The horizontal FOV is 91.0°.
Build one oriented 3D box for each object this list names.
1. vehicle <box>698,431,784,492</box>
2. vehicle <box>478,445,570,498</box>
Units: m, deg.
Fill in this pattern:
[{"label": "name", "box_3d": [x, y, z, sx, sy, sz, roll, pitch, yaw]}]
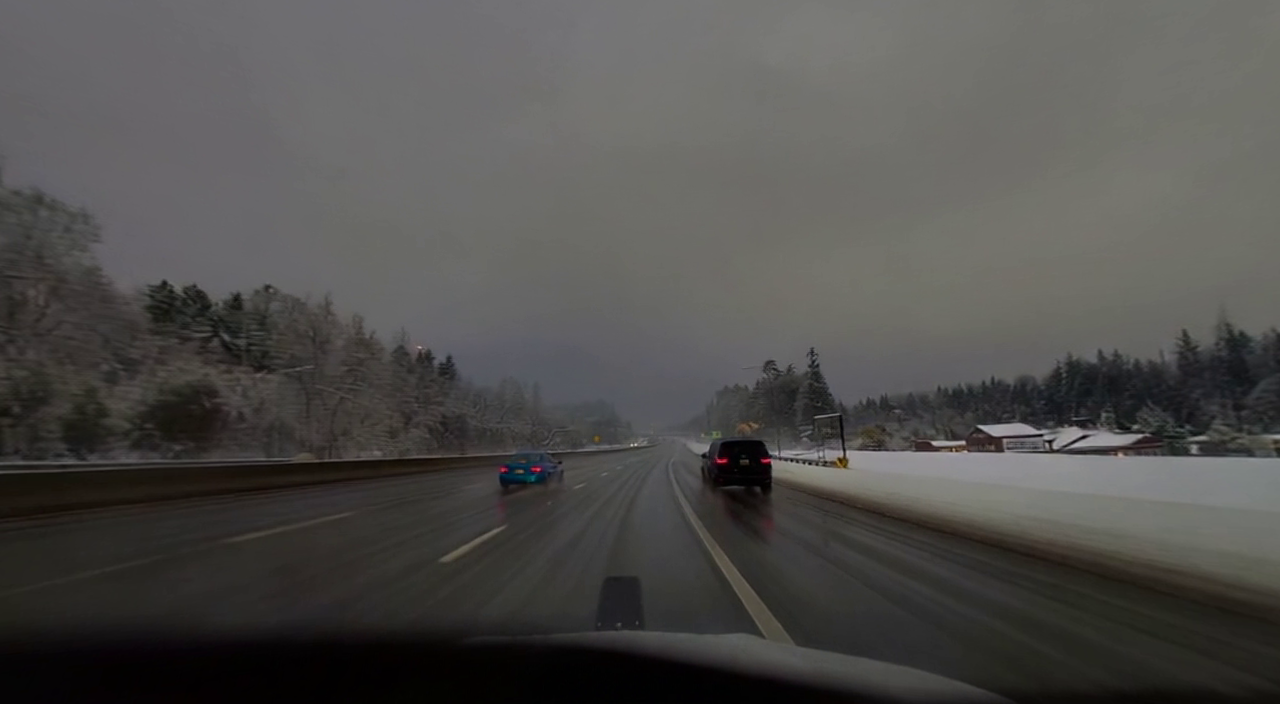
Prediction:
[{"label": "vehicle", "box_3d": [3.286, 3.691, 21.433, 2.225, 1.833, 4.340, 0, -9, 1]}, {"label": "vehicle", "box_3d": [-3.515, 3.712, 19.983, 1.937, 1.490, 4.372, -1, -9, 2]}]
